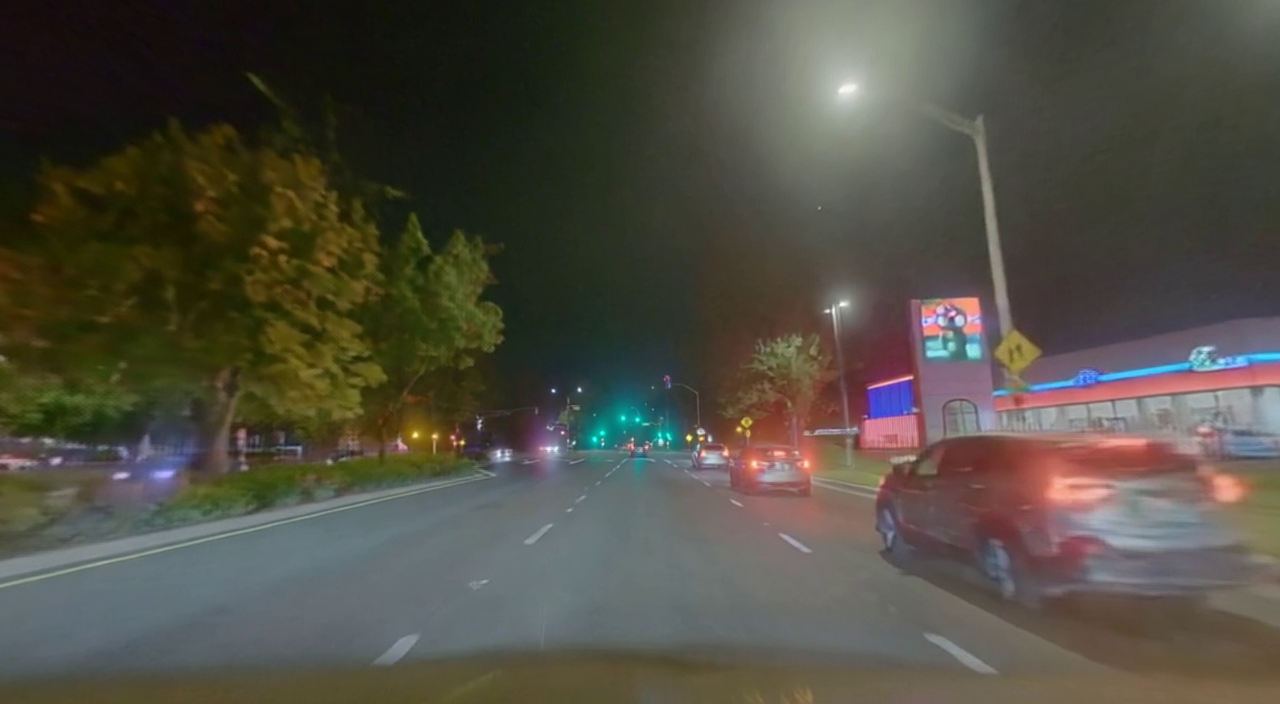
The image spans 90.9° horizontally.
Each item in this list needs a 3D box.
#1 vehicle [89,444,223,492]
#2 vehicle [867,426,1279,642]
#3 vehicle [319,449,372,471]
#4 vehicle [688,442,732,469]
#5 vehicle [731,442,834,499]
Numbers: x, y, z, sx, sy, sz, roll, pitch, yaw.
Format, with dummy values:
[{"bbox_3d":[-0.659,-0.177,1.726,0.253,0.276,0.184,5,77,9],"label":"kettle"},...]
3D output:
[{"bbox_3d":[-17.385,4.154,22.925,1.764,1.563,3.872,0,-8,0],"label":"vehicle"},{"bbox_3d":[4.098,1.564,6.486,1.913,1.463,4.198,0,-8,0],"label":"vehicle"},{"bbox_3d":[-21.960,8.061,47.205,1.832,1.496,4.458,0,-8,0],"label":"vehicle"},{"bbox_3d":[3.982,5.995,36.809,1.939,1.474,4.716,0,-8,-1],"label":"vehicle"},{"bbox_3d":[3.913,3.326,18.121,1.872,1.431,4.270,0,-8,-1],"label":"vehicle"}]
